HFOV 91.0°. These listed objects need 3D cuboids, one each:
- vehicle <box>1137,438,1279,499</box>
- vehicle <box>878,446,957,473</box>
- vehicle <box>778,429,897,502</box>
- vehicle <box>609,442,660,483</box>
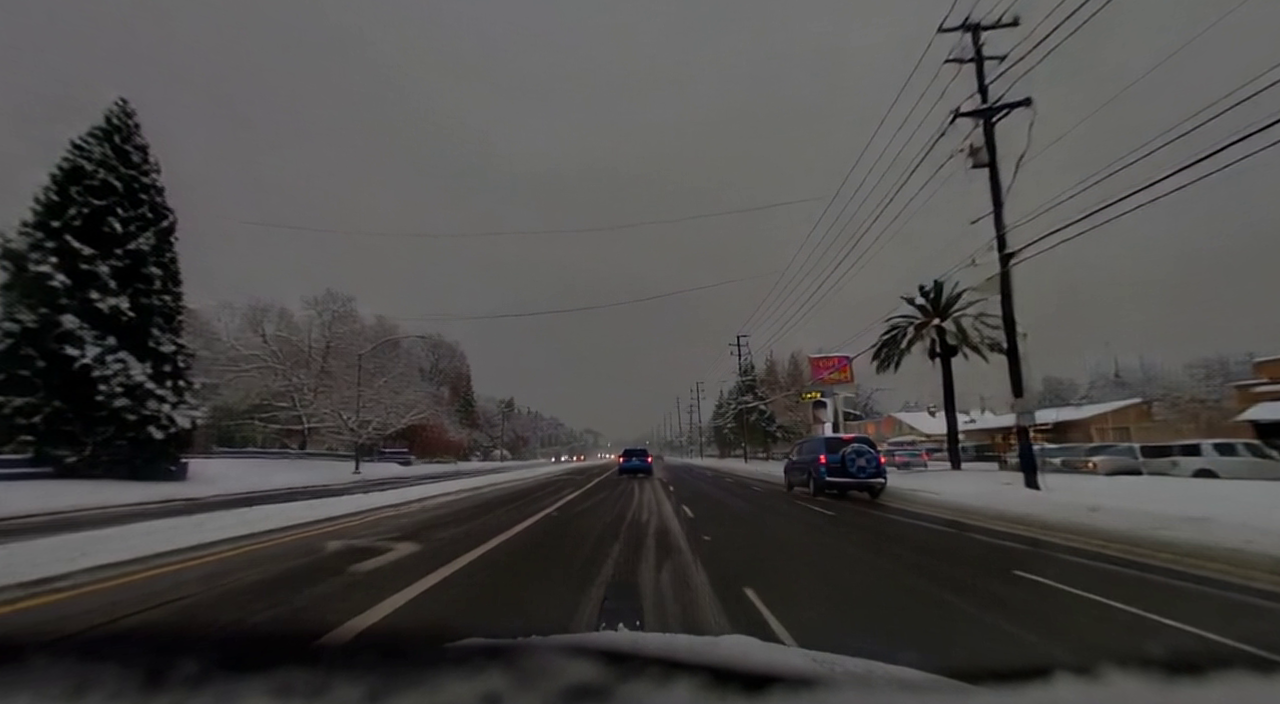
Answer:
[{"bbox_3d":[17.721,3.335,18.323,4.605,1.459,1.968,-4,-9,4],"label":"vehicle"},{"bbox_3d":[17.604,6.840,40.037,4.008,1.432,1.913,-4,-9,0],"label":"vehicle"},{"bbox_3d":[5.803,3.387,19.201,2.107,1.928,4.471,0,-9,0],"label":"vehicle"},{"bbox_3d":[-0.246,4.936,28.342,2.138,1.672,4.168,0,-9,0],"label":"vehicle"}]
